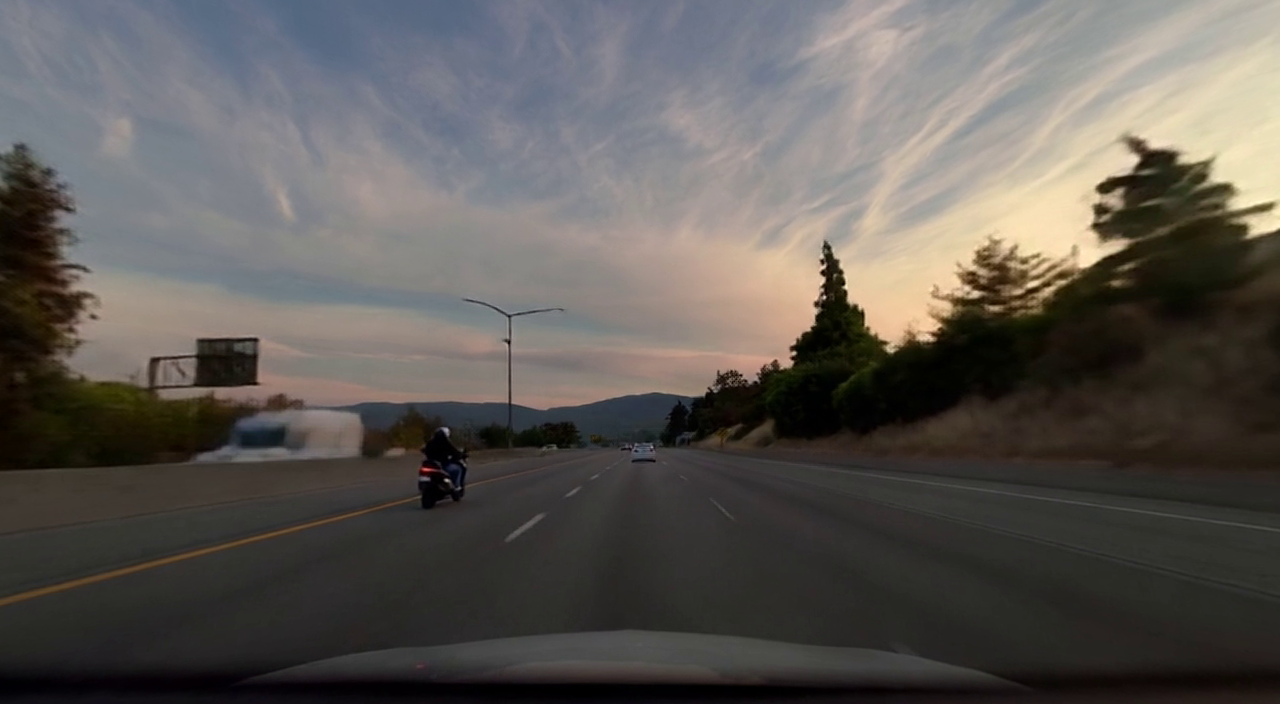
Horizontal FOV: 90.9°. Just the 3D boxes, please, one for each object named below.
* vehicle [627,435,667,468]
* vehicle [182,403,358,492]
[{"bbox_3d":[0.402,5.912,37.422,2.247,1.825,4.036,-1,-9,0],"label":"vehicle"},{"bbox_3d":[-11.917,3.173,21.007,2.274,2.524,5.782,-1,-9,0],"label":"vehicle"}]
